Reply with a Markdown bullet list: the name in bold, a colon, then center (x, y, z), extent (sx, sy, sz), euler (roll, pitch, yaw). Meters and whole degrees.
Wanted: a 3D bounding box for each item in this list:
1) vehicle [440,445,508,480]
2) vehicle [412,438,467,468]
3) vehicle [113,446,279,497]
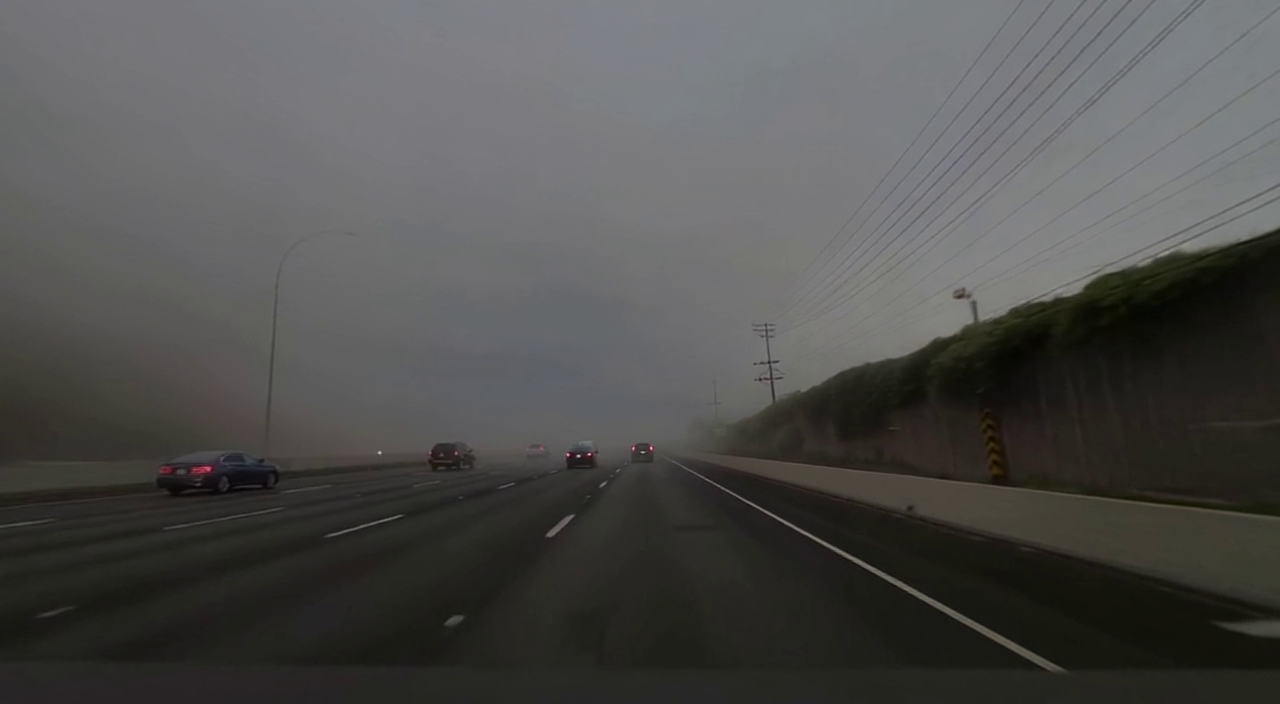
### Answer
- **vehicle**: center (-7.420, 4.970, 28.605), extent (1.899, 1.472, 4.202), euler (0, -9, 1)
- **vehicle**: center (-14.226, 7.191, 45.057), extent (2.172, 1.946, 5.017), euler (0, -9, 1)
- **vehicle**: center (-14.374, 3.869, 20.872), extent (1.885, 1.474, 4.849), euler (0, -9, 1)
